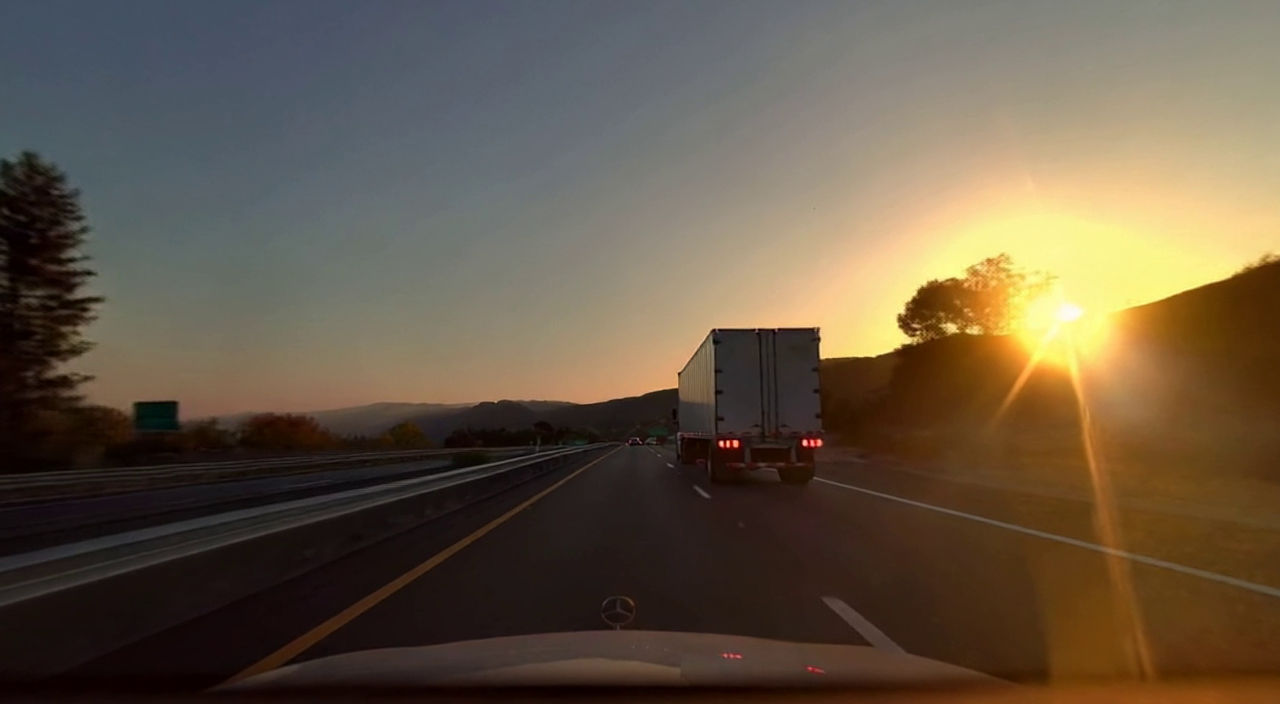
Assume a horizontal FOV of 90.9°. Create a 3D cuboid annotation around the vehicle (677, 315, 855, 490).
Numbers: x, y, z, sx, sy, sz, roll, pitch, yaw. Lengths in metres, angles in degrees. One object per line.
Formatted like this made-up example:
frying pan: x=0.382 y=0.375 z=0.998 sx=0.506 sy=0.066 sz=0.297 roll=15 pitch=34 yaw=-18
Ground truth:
vehicle: x=3.276 y=2.037 z=21.315 sx=2.924 sy=4.024 sz=13.639 roll=0 pitch=-8 yaw=-1
